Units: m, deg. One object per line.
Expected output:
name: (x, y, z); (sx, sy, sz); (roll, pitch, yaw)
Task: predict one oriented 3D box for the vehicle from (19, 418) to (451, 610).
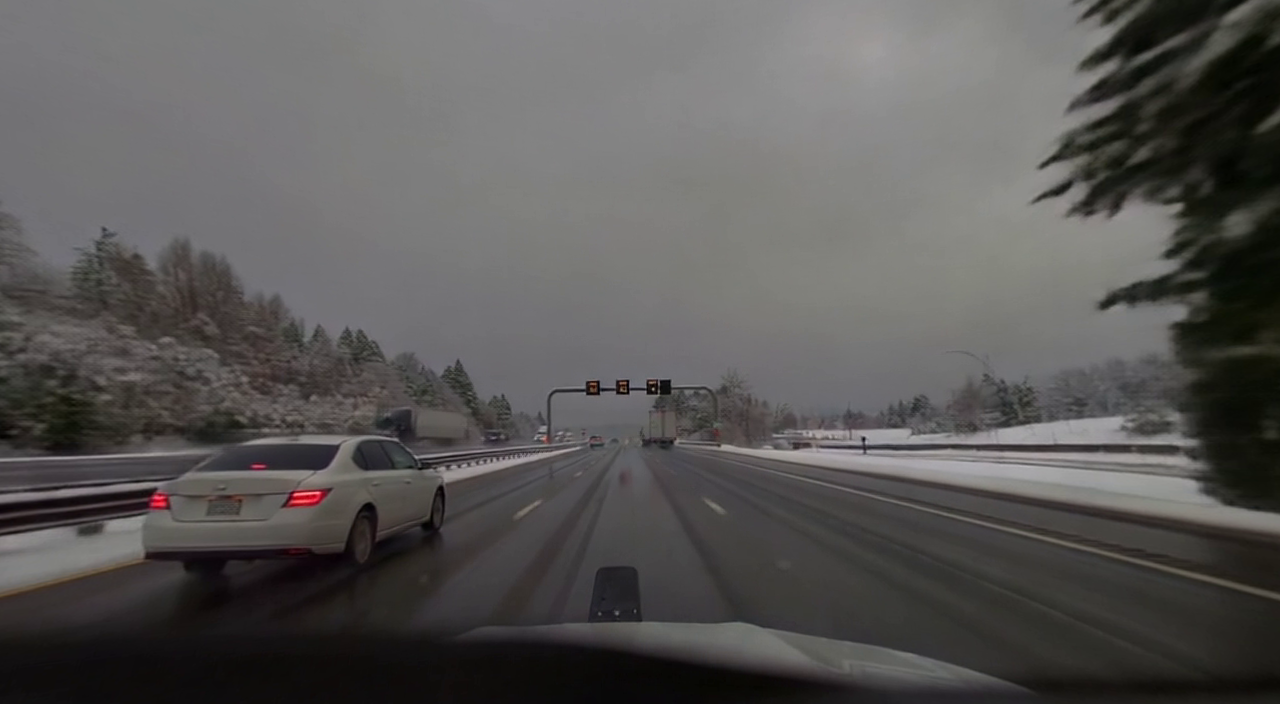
vehicle: (-3.749, 1.533, 7.053); (1.971, 1.444, 4.401); (0, -8, -1)
